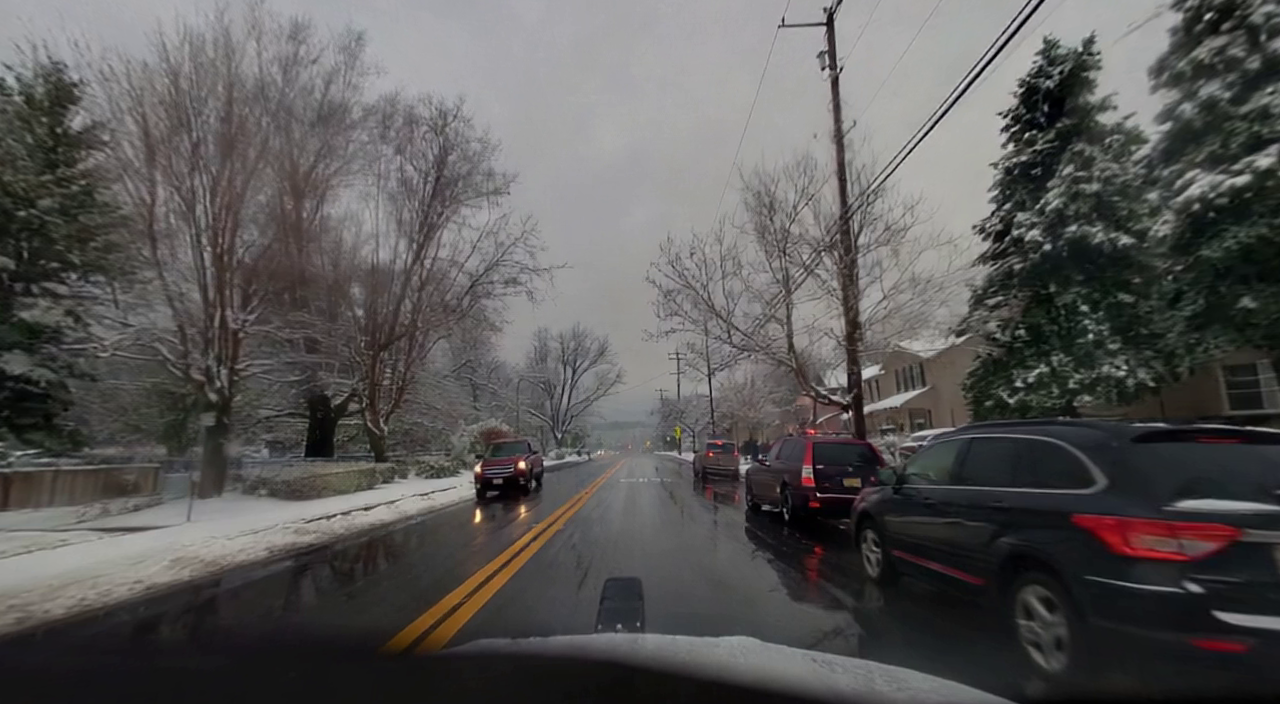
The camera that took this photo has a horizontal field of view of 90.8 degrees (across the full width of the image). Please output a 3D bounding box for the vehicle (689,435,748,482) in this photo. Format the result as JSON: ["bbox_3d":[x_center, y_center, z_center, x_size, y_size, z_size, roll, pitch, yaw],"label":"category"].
[{"bbox_3d":[3.435,4.722,28.195,1.949,1.807,4.224,3,-9,-1],"label":"vehicle"}]

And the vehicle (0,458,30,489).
[{"bbox_3d":[-35.787,6.862,35.520,3.883,1.505,1.825,-15,-17,42],"label":"vehicle"}]

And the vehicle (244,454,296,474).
[{"bbox_3d":[-29.184,8.776,49.717,4.558,1.495,1.925,-7,-11,38],"label":"vehicle"}]

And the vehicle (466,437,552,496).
[{"bbox_3d":[-4.493,3.985,22.390,2.074,1.836,4.365,-1,-9,0],"label":"vehicle"}]

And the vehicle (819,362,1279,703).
[{"bbox_3d":[3.367,1.273,5.427,2.137,1.761,4.697,0,-9,-2],"label":"vehicle"}]
